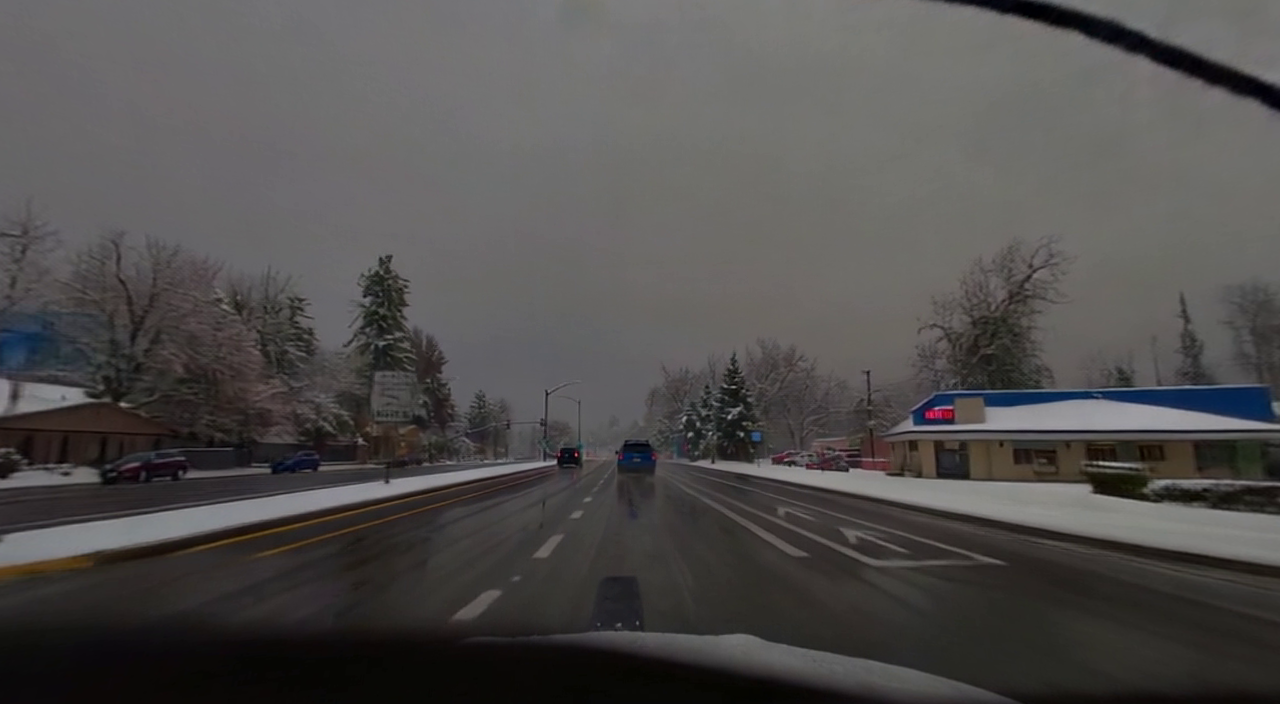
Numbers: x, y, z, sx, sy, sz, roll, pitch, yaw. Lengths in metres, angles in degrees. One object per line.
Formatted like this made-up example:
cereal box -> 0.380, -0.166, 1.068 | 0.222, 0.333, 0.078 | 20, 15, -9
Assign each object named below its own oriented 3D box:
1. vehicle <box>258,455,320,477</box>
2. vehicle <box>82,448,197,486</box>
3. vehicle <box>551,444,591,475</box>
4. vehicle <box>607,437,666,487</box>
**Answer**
vehicle -> -26.851, 8.726, 48.516 | 1.955, 1.540, 5.041 | 0, -9, -1
vehicle -> -26.217, 6.012, 33.390 | 2.111, 1.839, 4.932 | 0, -9, -2
vehicle -> -4.466, 7.038, 41.657 | 2.202, 1.856, 4.516 | 0, -8, -1
vehicle -> -0.197, 4.640, 27.093 | 2.273, 1.909, 5.075 | 0, -9, -1
